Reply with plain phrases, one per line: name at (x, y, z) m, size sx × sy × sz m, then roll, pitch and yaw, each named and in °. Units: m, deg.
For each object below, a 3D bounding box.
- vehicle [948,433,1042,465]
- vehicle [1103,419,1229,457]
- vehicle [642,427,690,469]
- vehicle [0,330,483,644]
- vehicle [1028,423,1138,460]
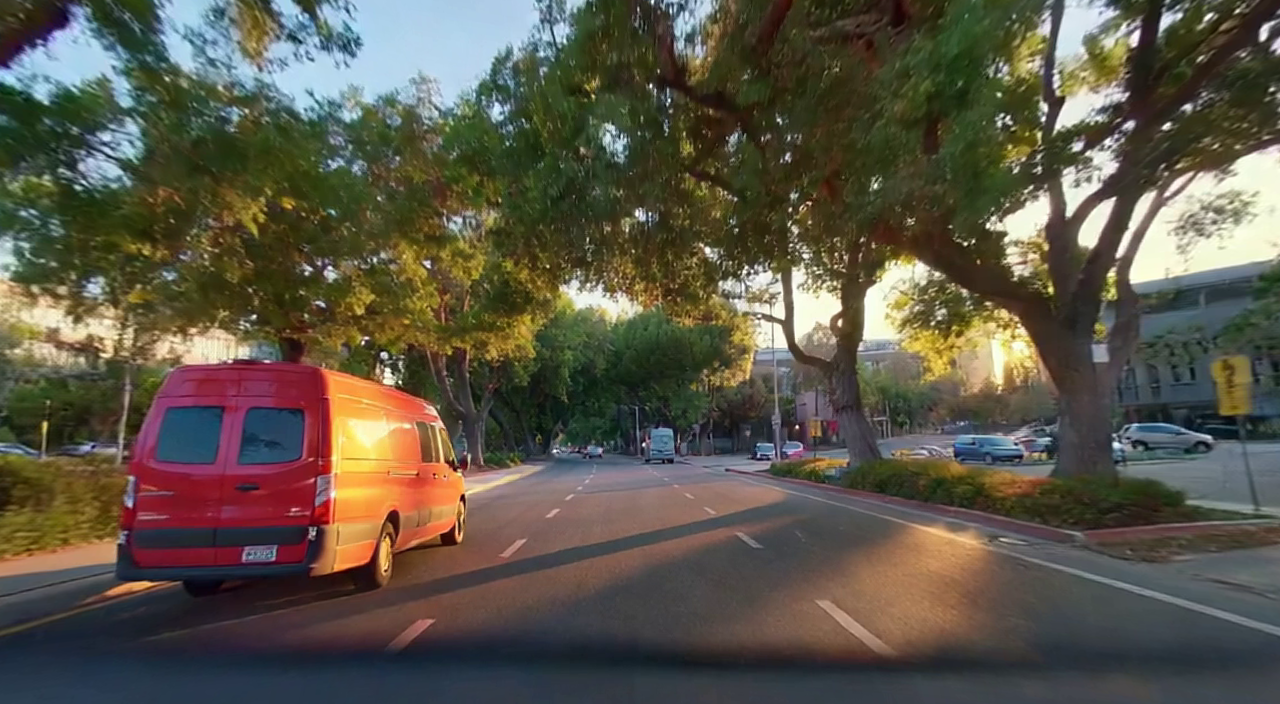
vehicle at (18.295, 5.014, 32.800) m, size 1.926 × 1.517 × 4.505 m, roll 1°, pitch -9°, yaw -5°
vehicle at (28.520, 4.728, 34.511) m, size 2.097 × 1.881 × 5.012 m, roll 1°, pitch -9°, yaw -8°
vehicle at (1.599, 6.287, 41.324) m, size 2.397 × 2.566 × 5.324 m, roll 1°, pitch -9°, yaw -5°
vehicle at (-3.482, 1.278, 6.820) m, size 2.420 × 2.227 × 4.499 m, roll 0°, pitch -9°, yaw -1°
vehicle at (23.341, 4.783, 33.561) m, size 1.966 × 1.798 × 4.753 m, roll 1°, pitch -9°, yaw -7°
